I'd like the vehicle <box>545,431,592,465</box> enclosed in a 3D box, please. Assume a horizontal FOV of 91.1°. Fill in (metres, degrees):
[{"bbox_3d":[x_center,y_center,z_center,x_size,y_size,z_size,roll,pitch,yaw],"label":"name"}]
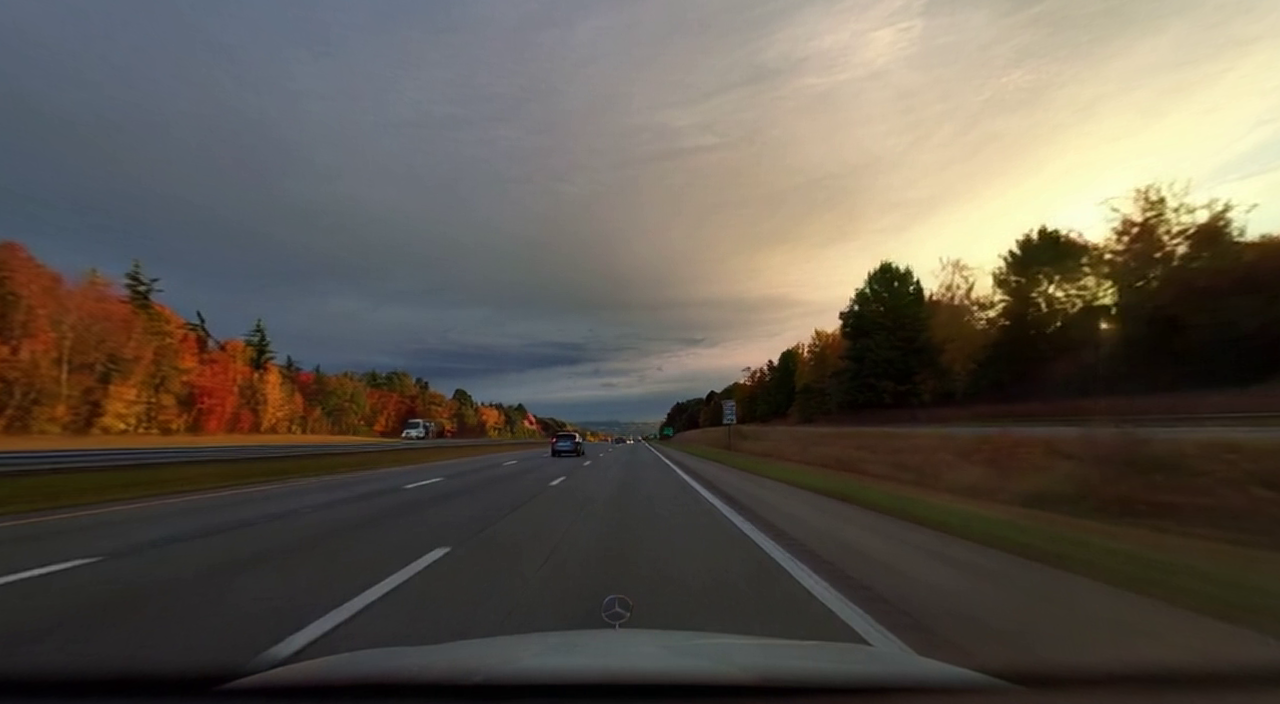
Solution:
[{"bbox_3d":[-3.714,5.087,33.564,2.057,1.666,4.552,0,-8,-1],"label":"vehicle"}]
